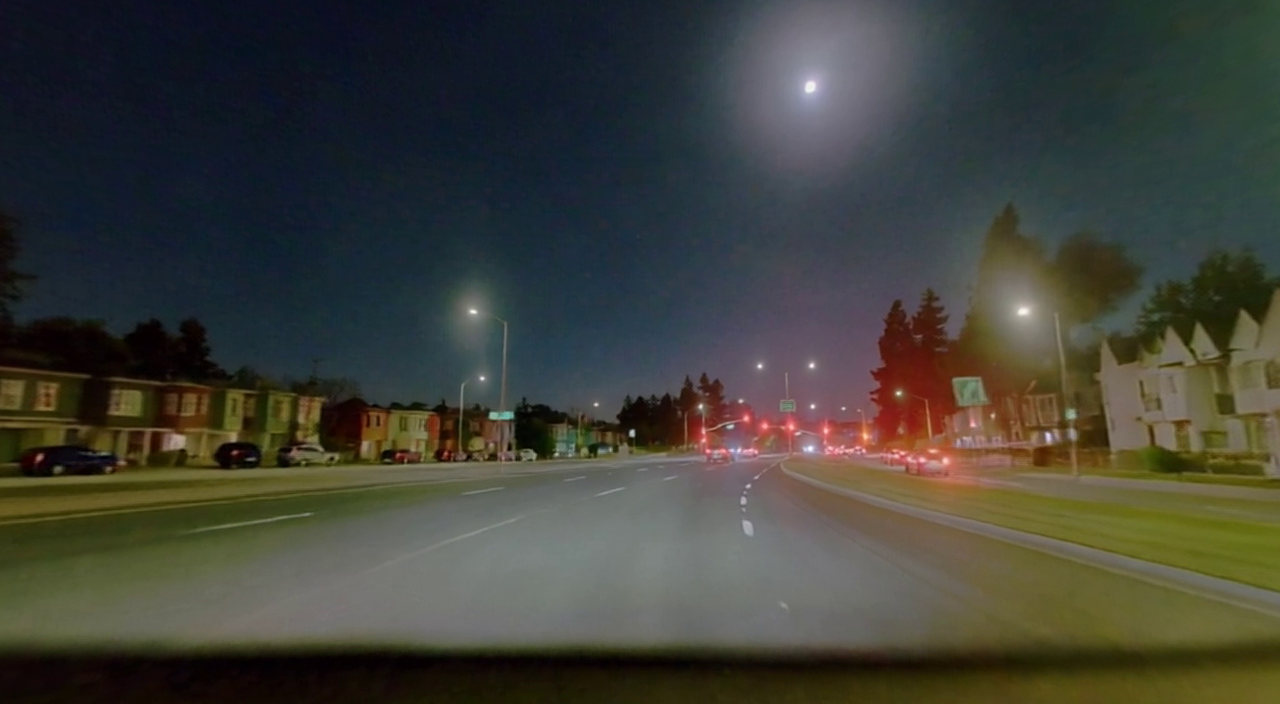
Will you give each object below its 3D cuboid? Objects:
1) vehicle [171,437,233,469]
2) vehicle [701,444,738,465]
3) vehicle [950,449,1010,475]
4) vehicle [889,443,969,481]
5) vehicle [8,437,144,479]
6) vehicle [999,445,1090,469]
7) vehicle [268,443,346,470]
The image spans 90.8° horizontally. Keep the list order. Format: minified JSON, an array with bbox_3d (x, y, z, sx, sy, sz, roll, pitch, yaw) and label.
[{"bbox_3d":[-30.626,7.085,44.128,4.799,1.651,2.268,-12,-8,38],"label":"vehicle"},{"bbox_3d":[6.198,7.848,48.699,2.081,1.489,4.863,-2,-9,16],"label":"vehicle"},{"bbox_3d":[21.595,6.976,40.348,1.945,1.531,4.589,-1,-9,10],"label":"vehicle"},{"bbox_3d":[13.463,5.254,29.777,1.988,1.487,4.479,-2,-13,6],"label":"vehicle"},{"bbox_3d":[-27.954,5.376,31.573,1.958,1.708,4.611,-6,-14,13],"label":"vehicle"},{"bbox_3d":[27.145,7.035,42.526,4.669,1.517,1.993,-1,-9,8],"label":"vehicle"},{"bbox_3d":[-24.063,7.542,45.912,2.013,1.792,4.950,-3,-9,17],"label":"vehicle"}]
